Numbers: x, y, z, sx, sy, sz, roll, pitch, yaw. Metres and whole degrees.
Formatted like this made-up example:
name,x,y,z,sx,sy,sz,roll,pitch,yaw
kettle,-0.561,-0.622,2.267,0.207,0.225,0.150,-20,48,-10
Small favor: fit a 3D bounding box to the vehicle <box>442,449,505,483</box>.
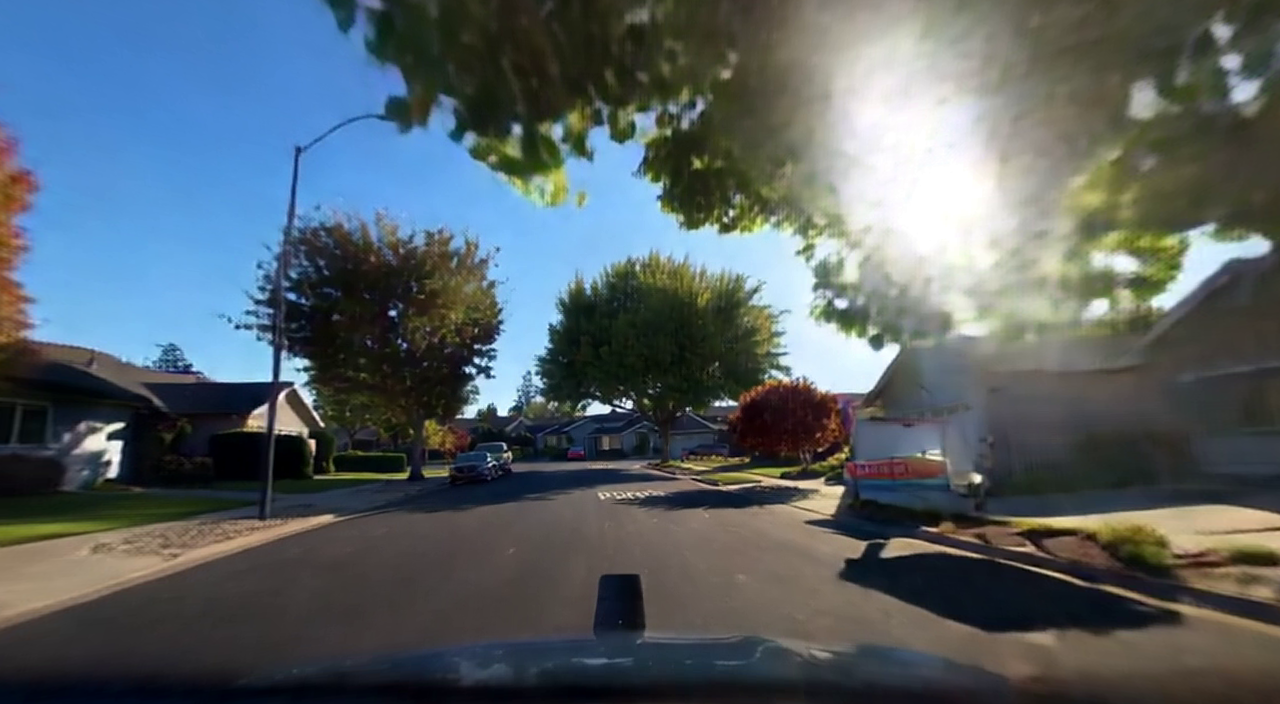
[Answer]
name,x,y,z,sx,sy,sz,roll,pitch,yaw
vehicle,-7.469,5.130,28.645,2.017,1.397,4.004,0,-9,-4
